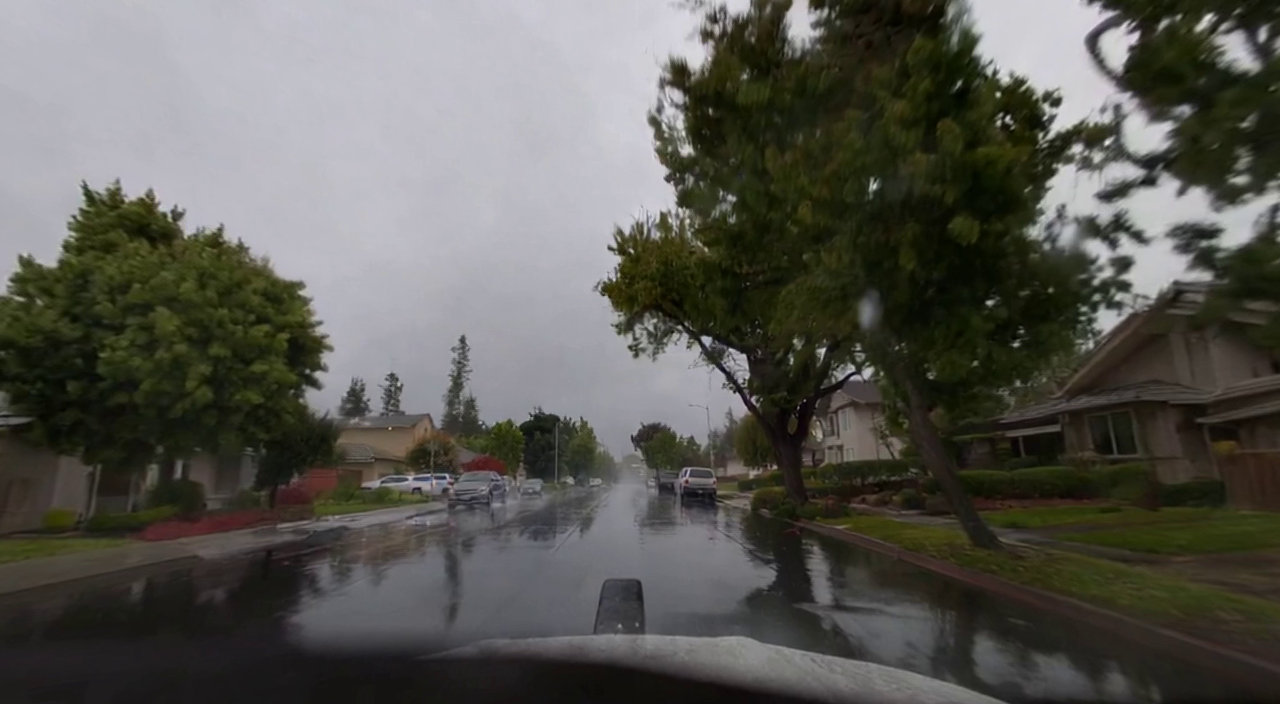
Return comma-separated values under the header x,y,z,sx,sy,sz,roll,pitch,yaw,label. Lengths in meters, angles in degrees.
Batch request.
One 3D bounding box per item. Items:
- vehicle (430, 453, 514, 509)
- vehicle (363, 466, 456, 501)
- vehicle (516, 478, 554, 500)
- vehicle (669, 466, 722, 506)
x,y,z,sx,sy,sz,roll,pitch,yaw,label
-7.474,6.001,28.752,2.408,2.201,5.646,-1,-14,-2,vehicle
-14.265,8.166,39.227,4.891,2.023,2.200,0,-8,1,vehicle
-7.781,10.295,47.028,2.071,1.481,4.425,0,-13,0,vehicle
2.611,6.458,30.736,2.050,1.598,4.590,0,-8,-2,vehicle
